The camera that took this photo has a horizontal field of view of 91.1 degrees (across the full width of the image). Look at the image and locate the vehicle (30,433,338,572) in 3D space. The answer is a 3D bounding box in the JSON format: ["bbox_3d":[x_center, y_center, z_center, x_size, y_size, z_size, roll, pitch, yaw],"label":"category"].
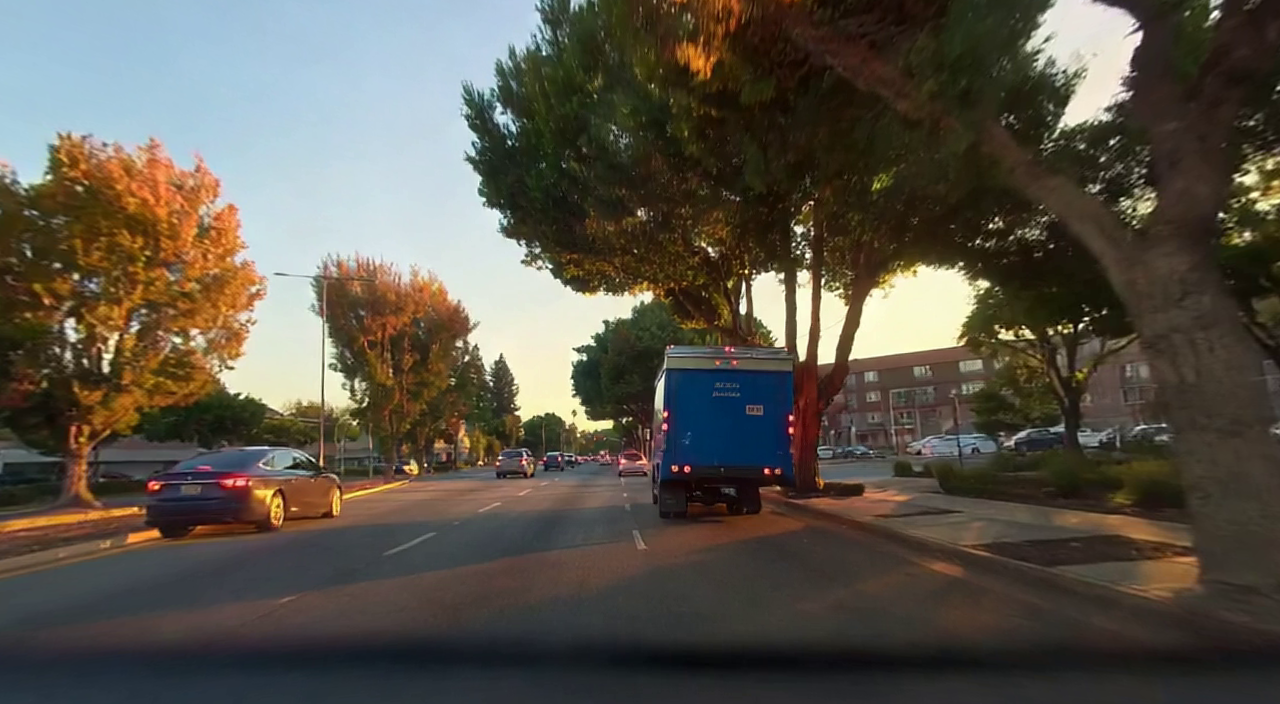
[{"bbox_3d":[-6.677,2.181,9.973,1.958,1.672,4.283,1,-9,-6],"label":"vehicle"}]

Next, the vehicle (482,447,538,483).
[{"bbox_3d":[-6.824,5.937,33.402,2.095,1.759,4.433,0,-9,-2],"label":"vehicle"}]

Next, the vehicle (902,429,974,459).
[{"bbox_3d":[19.271,6.002,40.848,1.880,1.804,4.679,1,-9,-7],"label":"vehicle"}]

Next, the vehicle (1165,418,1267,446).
[{"bbox_3d":[38.927,5.473,42.620,1.858,1.687,5.044,0,-9,-5],"label":"vehicle"}]

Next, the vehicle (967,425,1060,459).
[{"bbox_3d":[24.577,6.015,41.663,2.220,1.981,5.827,3,-9,-5],"label":"vehicle"}]

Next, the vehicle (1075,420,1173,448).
[{"bbox_3d":[32.765,5.635,42.716,2.039,1.714,5.431,1,-9,-4],"label":"vehicle"}]

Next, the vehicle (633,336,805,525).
[{"bbox_3d":[1.467,2.159,16.642,2.905,3.644,8.807,1,-9,-3],"label":"vehicle"}]

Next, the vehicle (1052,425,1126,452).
[{"bbox_3d":[29.794,5.778,41.767,1.827,1.498,3.785,-5,-9,-5],"label":"vehicle"}]
